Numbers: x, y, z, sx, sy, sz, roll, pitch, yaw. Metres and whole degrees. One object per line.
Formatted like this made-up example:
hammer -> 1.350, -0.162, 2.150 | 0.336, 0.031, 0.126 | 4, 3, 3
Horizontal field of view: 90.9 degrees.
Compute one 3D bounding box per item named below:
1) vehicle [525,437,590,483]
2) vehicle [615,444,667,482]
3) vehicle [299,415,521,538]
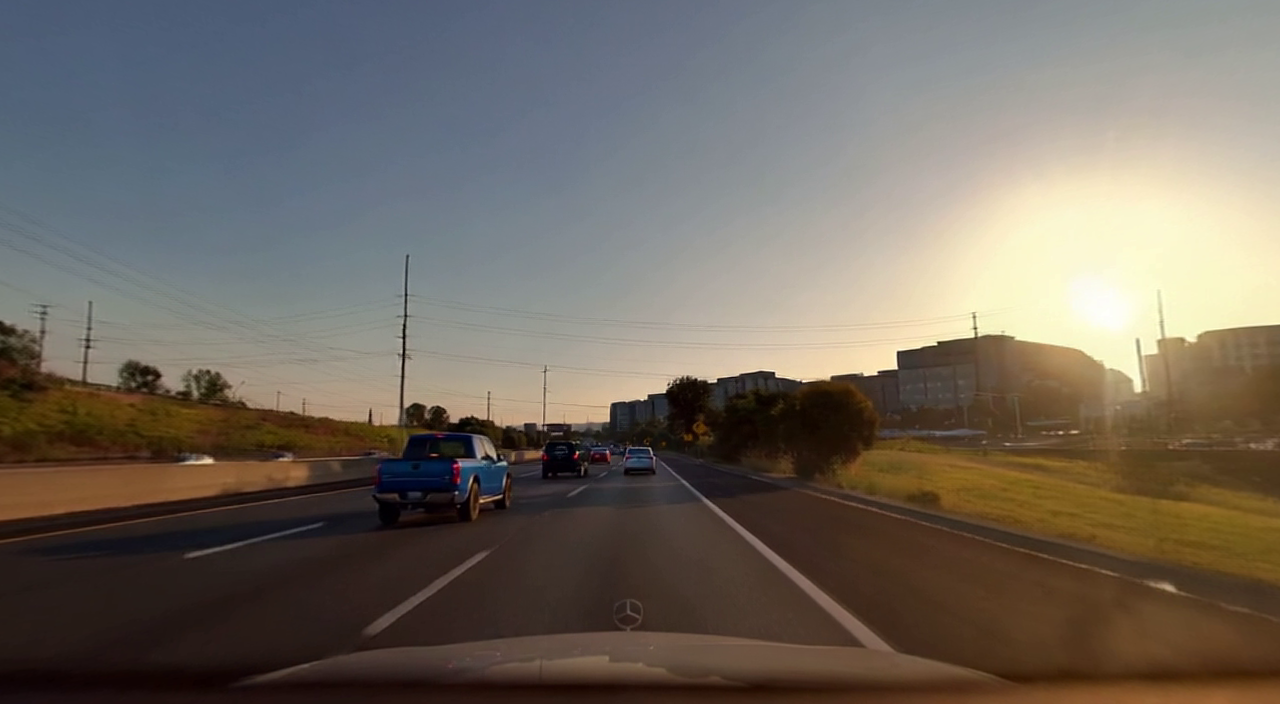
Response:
vehicle -> -3.479, 4.649, 27.458 | 2.133, 1.789, 4.518 | -1, -8, 1
vehicle -> 0.007, 4.708, 27.036 | 2.047, 1.473, 3.978 | 0, -8, -1
vehicle -> -3.993, 2.283, 12.268 | 2.198, 1.848, 5.346 | -1, -8, 1
